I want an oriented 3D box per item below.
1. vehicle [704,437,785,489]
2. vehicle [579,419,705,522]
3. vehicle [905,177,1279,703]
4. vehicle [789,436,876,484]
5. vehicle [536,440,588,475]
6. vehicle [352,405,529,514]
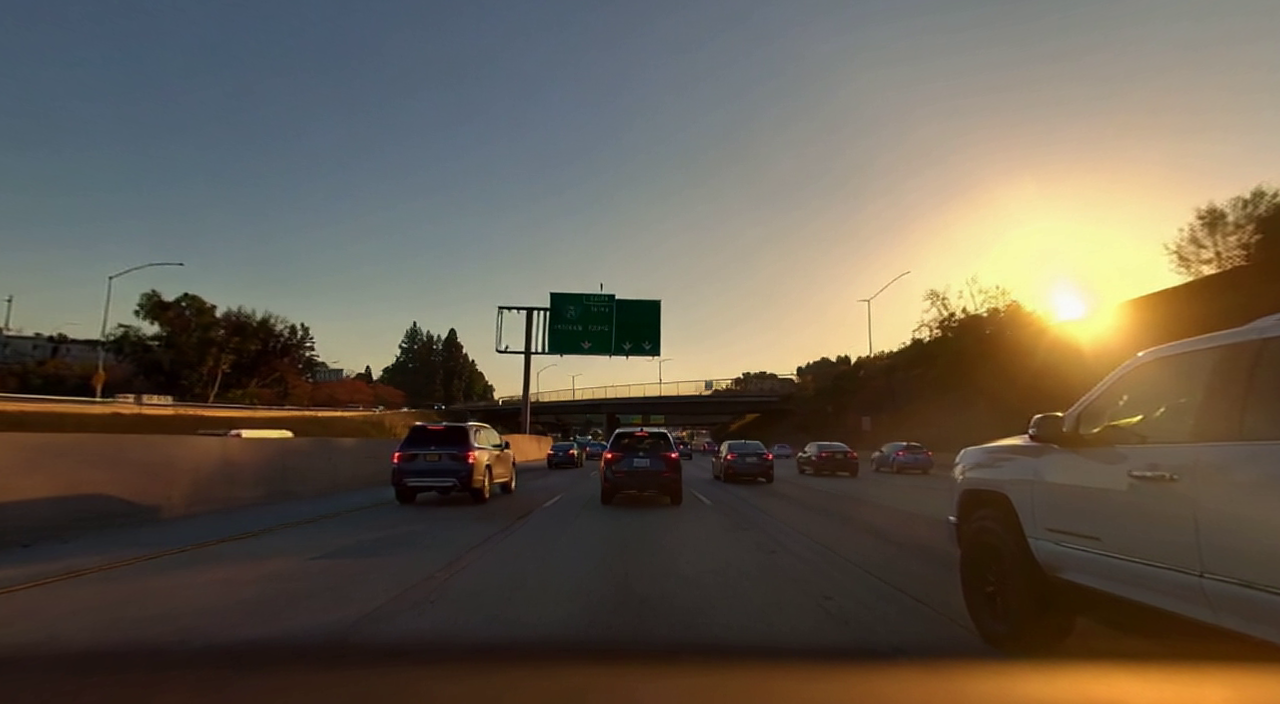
[{"bbox_3d":[3.543,3.852,22.222,2.022,1.633,4.651,1,-9,-1],"label":"vehicle"},{"bbox_3d":[0.053,2.381,13.104,2.181,1.756,4.167,0,-9,0],"label":"vehicle"},{"bbox_3d":[3.474,0.577,2.768,2.300,2.242,5.327,0,-9,0],"label":"vehicle"},{"bbox_3d":[7.675,4.354,25.685,2.054,1.769,4.693,0,-9,0],"label":"vehicle"},{"bbox_3d":[-3.961,5.451,32.770,1.982,1.655,4.604,0,-9,1],"label":"vehicle"},{"bbox_3d":[-4.453,2.563,15.440,2.212,2.101,6.052,0,-9,1],"label":"vehicle"}]
